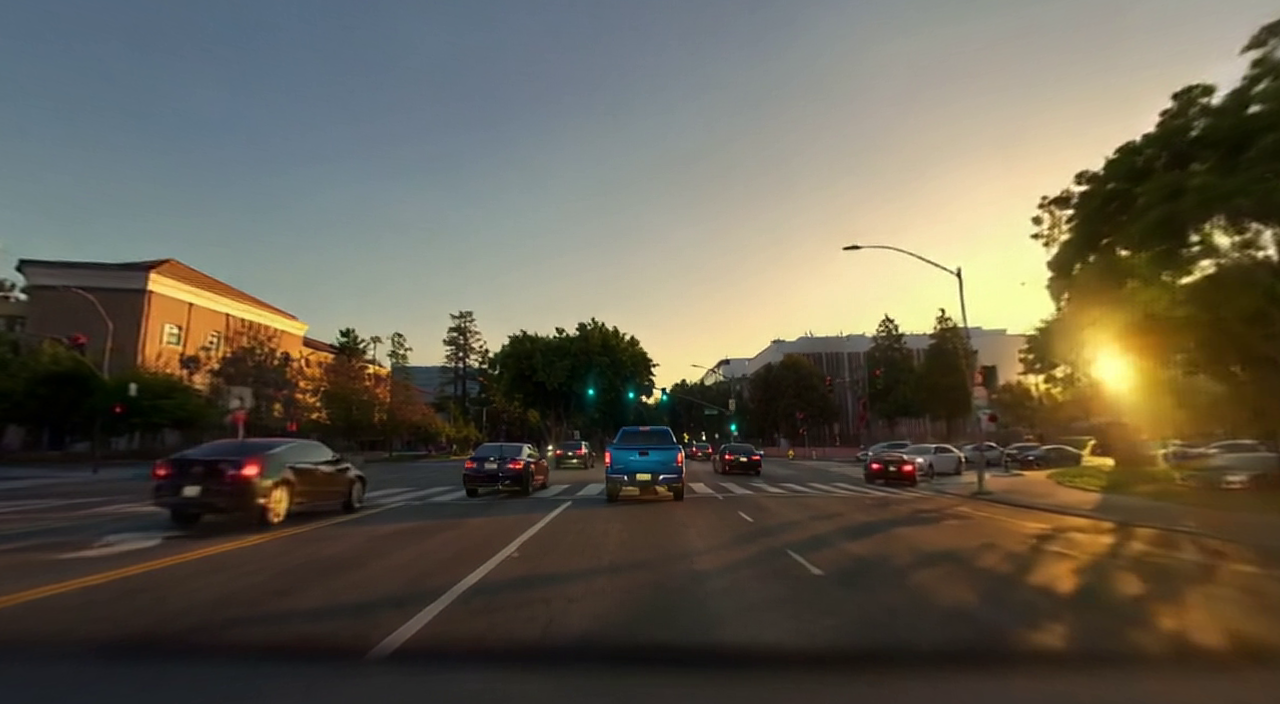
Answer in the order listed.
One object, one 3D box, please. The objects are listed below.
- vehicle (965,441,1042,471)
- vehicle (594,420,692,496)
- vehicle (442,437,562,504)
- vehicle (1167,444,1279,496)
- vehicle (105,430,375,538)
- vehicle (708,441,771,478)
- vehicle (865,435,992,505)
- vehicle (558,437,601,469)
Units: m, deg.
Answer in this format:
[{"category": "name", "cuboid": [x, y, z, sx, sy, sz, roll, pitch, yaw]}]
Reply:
[{"category": "vehicle", "cuboid": [25.417, 7.226, 43.971, 5.227, 1.935, 2.289, 5, -10, -31]}, {"category": "vehicle", "cuboid": [0.094, 3.072, 18.640, 2.493, 1.934, 4.957, 0, -8, 0]}, {"category": "vehicle", "cuboid": [-3.344, 2.954, 16.237, 1.986, 1.465, 4.509, 0, -8, 1]}, {"category": "vehicle", "cuboid": [20.528, 3.798, 20.504, 4.653, 1.591, 2.137, -1, -8, 4]}, {"category": "vehicle", "cuboid": [-6.721, 2.228, 11.341, 1.907, 1.541, 4.364, 0, -8, 1]}, {"category": "vehicle", "cuboid": [4.256, 4.651, 27.616, 1.968, 1.472, 4.456, 0, -8, -1]}, {"category": "vehicle", "cuboid": [8.950, 3.655, 20.052, 2.126, 1.820, 4.521, 3, -8, 3]}, {"category": "vehicle", "cuboid": [-3.445, 5.820, 36.588, 2.018, 1.700, 4.142, 0, -8, 0]}]
